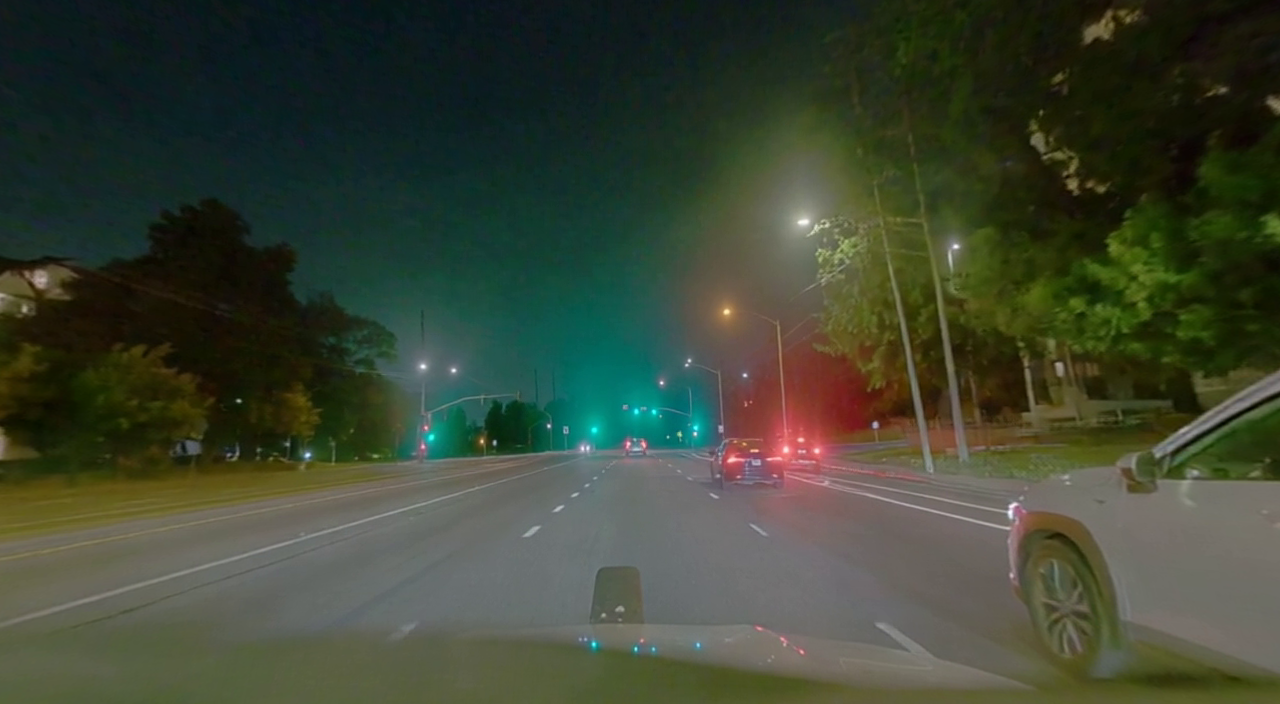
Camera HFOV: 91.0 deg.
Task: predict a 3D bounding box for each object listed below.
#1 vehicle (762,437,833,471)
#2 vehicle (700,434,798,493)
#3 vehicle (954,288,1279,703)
[{"bbox_3d":[7.246,4.747,29.428,2.010,1.421,4.586,0,-9,-2],"label":"vehicle"},{"bbox_3d":[2.889,3.058,17.593,1.889,1.451,4.180,0,-9,-1],"label":"vehicle"},{"bbox_3d":[3.061,0.634,1.602,2.129,1.761,4.610,0,-9,0],"label":"vehicle"}]
